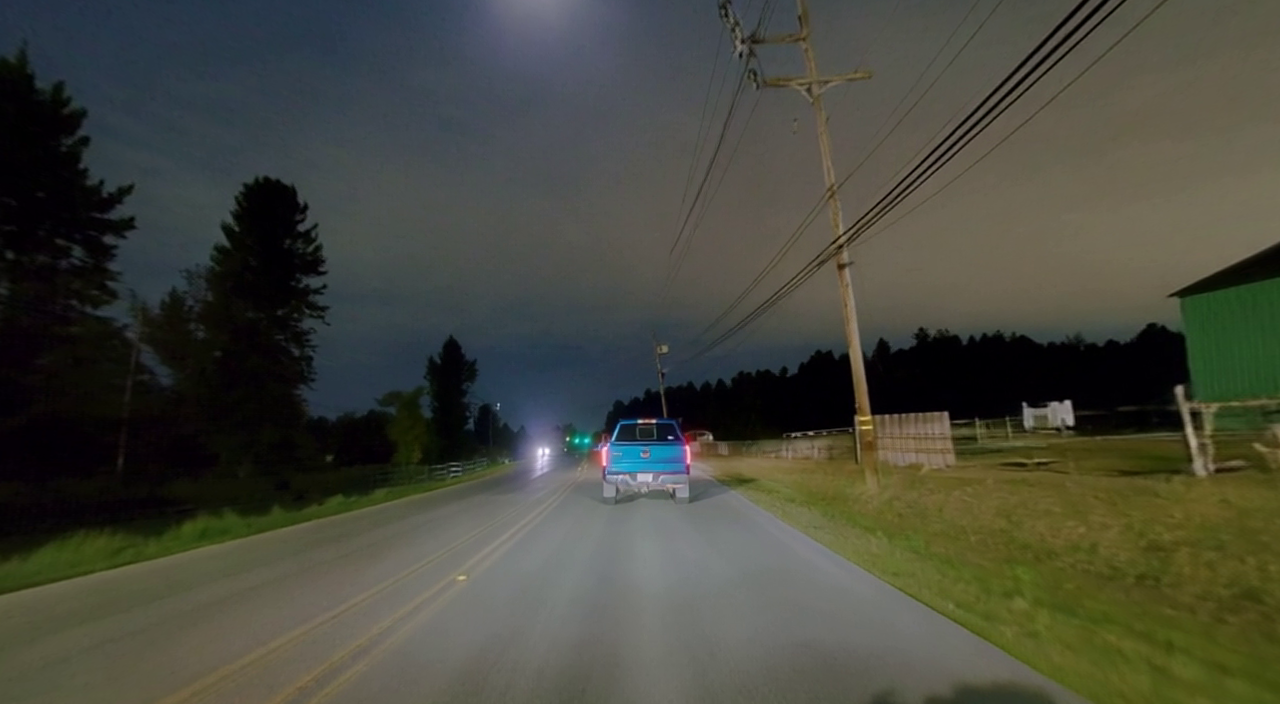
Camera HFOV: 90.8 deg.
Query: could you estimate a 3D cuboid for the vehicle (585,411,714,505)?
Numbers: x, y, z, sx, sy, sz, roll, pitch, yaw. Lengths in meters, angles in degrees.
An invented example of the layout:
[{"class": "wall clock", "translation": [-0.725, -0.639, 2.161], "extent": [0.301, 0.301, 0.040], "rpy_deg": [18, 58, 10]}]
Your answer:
[{"class": "vehicle", "translation": [0.078, 2.693, 16.442], "extent": [2.693, 1.941, 6.356], "rpy_deg": [0, -8, -2]}]
